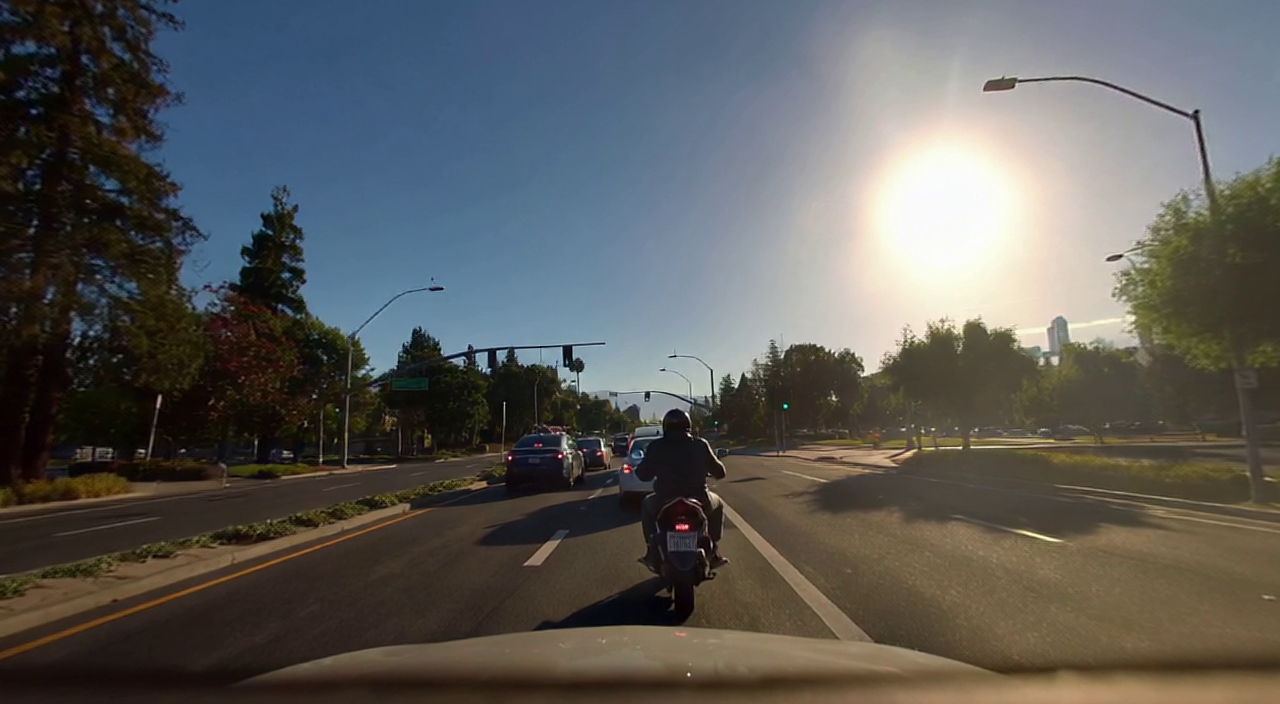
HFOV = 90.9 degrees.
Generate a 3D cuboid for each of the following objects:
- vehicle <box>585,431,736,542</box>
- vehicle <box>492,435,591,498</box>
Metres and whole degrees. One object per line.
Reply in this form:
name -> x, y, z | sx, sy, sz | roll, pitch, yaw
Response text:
vehicle -> 0.343, 2.134, 10.771 | 2.009, 1.450, 4.608 | -1, -8, 2
vehicle -> -2.561, 3.084, 17.396 | 1.979, 1.499, 3.840 | -1, -8, 2
